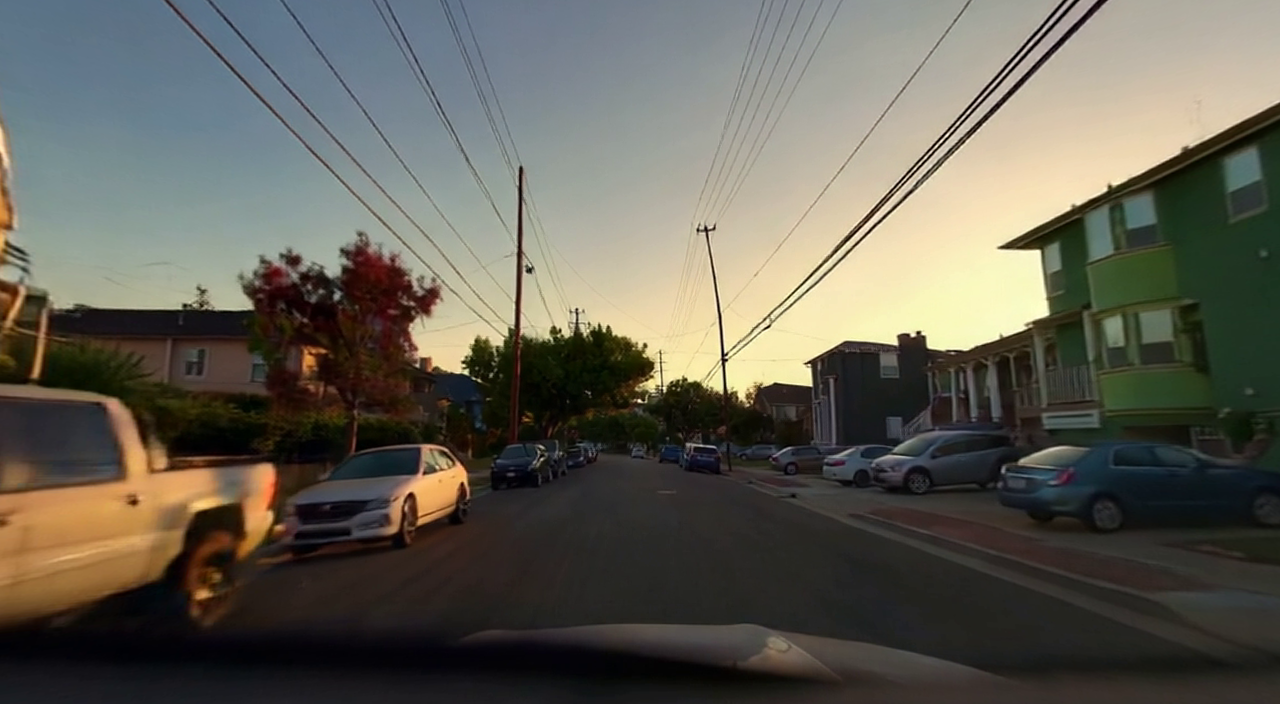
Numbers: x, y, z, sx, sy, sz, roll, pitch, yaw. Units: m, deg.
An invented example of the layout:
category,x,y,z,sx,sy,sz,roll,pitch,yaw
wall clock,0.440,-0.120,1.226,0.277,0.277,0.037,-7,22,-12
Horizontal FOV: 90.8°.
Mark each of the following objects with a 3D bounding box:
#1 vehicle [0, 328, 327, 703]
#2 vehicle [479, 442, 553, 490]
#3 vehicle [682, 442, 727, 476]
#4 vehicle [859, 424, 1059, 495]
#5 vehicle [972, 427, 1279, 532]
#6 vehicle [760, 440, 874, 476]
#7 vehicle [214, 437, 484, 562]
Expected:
category,x,y,z,sx,sy,sz,roll,pitch,yaw
vehicle,-4.024,0.915,3.434,2.057,1.887,5.053,0,-9,0
vehicle,-4.232,3.945,22.217,1.745,1.490,4.304,0,-9,0
vehicle,3.233,5.417,32.271,1.916,1.587,3.986,0,-9,0
vehicle,8.745,2.962,17.592,4.512,1.841,1.912,0,-9,-3
vehicle,8.224,2.007,10.300,4.594,1.512,1.824,0,-8,-2
vehicle,7.719,4.664,27.928,4.480,1.497,1.884,0,-8,1
vehicle,-4.044,2.108,9.898,1.925,1.463,4.700,0,-8,1
